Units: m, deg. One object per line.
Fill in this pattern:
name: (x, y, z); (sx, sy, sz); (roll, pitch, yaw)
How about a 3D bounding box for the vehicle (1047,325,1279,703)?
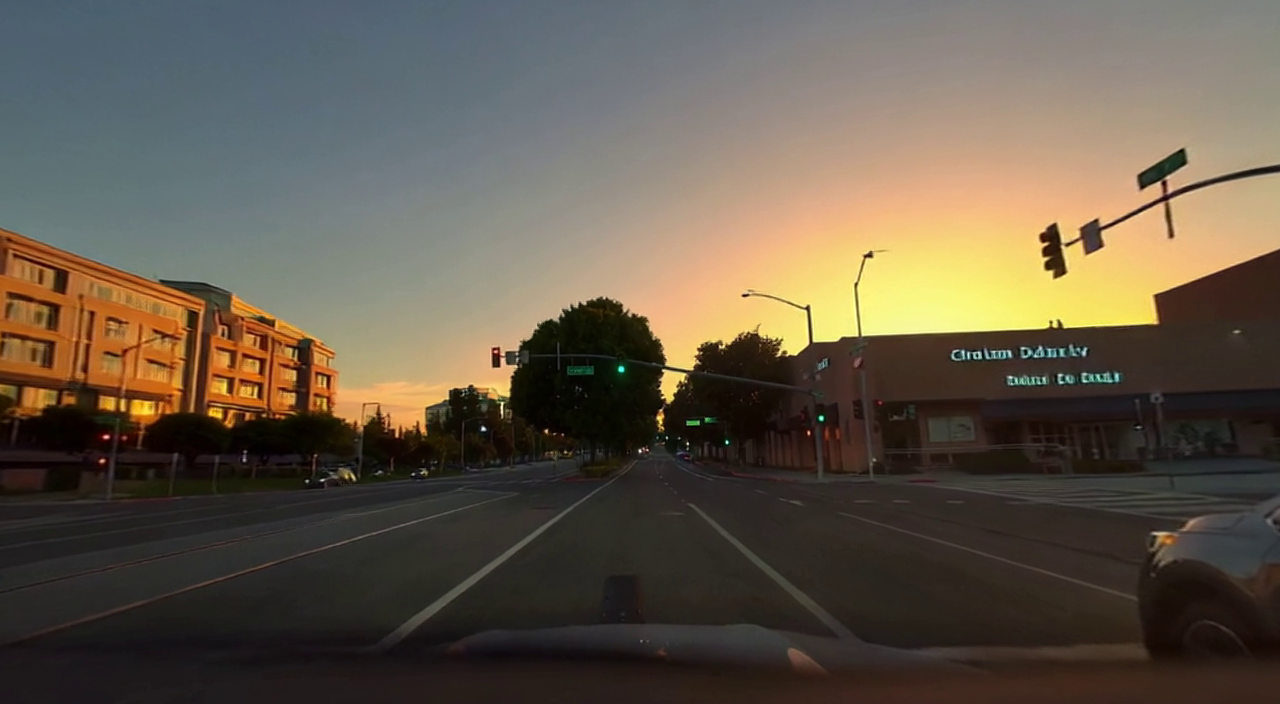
vehicle: (3.158, 0.596, 0.934); (1.973, 1.697, 4.377); (0, -8, -4)
